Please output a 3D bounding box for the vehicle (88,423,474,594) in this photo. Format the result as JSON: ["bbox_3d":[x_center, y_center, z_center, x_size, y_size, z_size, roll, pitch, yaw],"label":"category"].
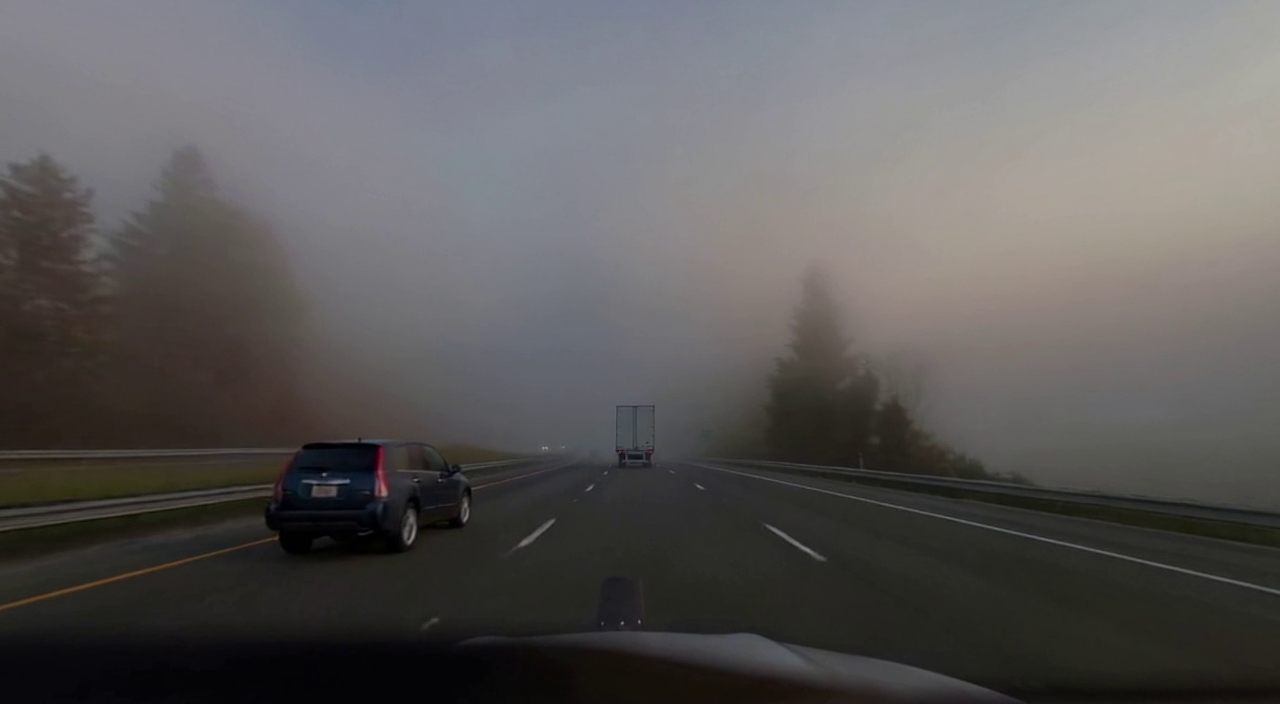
[{"bbox_3d":[-3.799,1.752,8.001,2.080,1.488,4.781,0,-9,0],"label":"vehicle"}]

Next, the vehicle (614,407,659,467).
[{"bbox_3d":[-0.456,6.498,47.299,2.962,3.953,10.696,0,-9,-3],"label":"vehicle"}]
